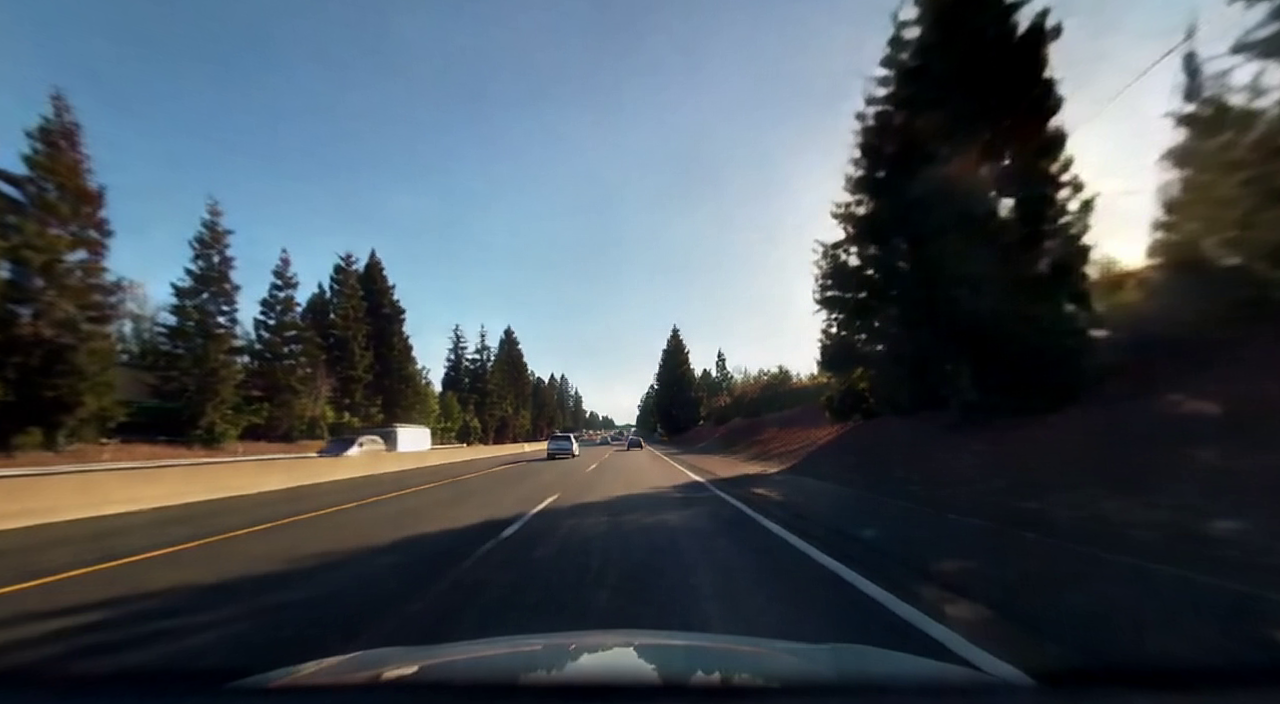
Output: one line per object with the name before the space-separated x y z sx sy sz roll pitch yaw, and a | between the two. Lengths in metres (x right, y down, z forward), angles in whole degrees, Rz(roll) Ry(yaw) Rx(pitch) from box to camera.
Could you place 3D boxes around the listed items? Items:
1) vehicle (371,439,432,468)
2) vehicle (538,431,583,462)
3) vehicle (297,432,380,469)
vehicle | -12.436 5.302 33.128 1.722 1.399 3.905 0 -8 -1
vehicle | -4.377 5.261 35.362 2.003 1.626 4.256 0 -8 -1
vehicle | -16.491 5.384 34.848 2.138 1.885 5.109 0 -8 -1
